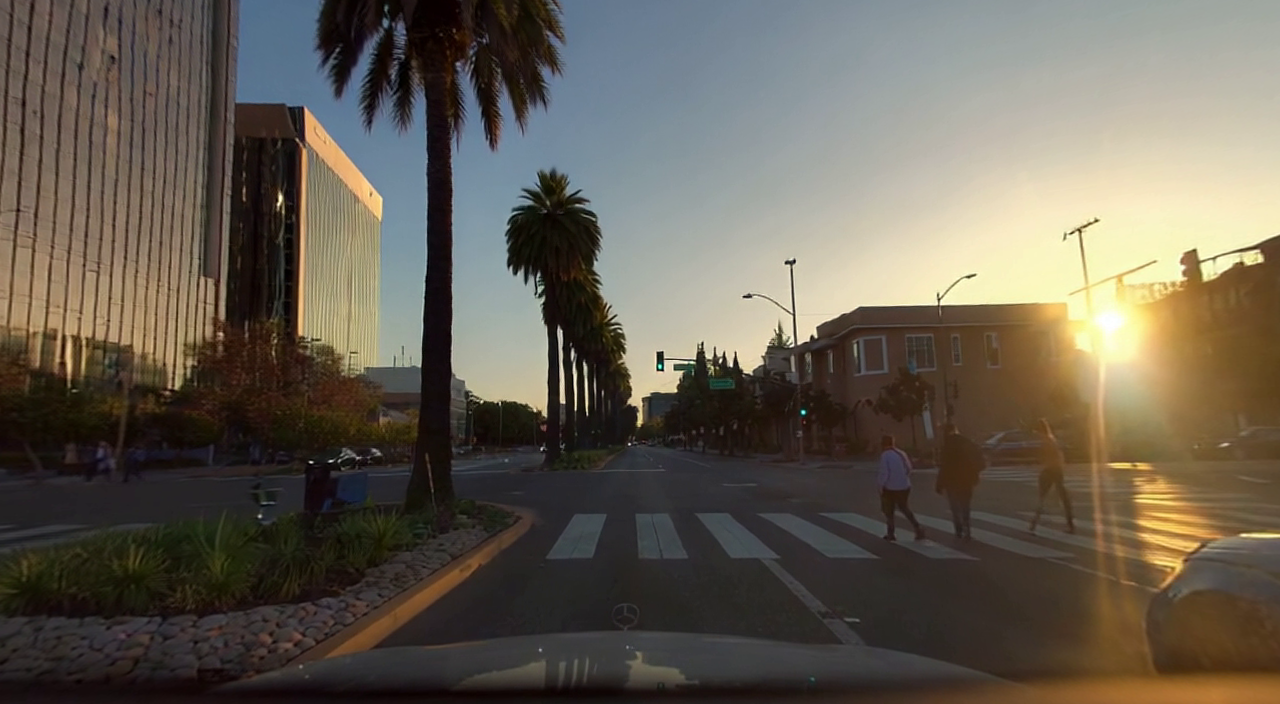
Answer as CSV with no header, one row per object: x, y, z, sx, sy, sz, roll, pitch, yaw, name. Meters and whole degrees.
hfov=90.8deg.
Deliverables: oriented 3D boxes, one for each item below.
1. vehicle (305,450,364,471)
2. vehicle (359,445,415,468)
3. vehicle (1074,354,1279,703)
-23.649,8.427,49.186,1.955,1.480,5.163,0,-9,1,vehicle
-19.730,8.169,49.488,2.357,1.678,5.014,0,-9,0,vehicle
3.313,0.662,1.129,2.060,1.631,4.169,0,-9,0,vehicle
